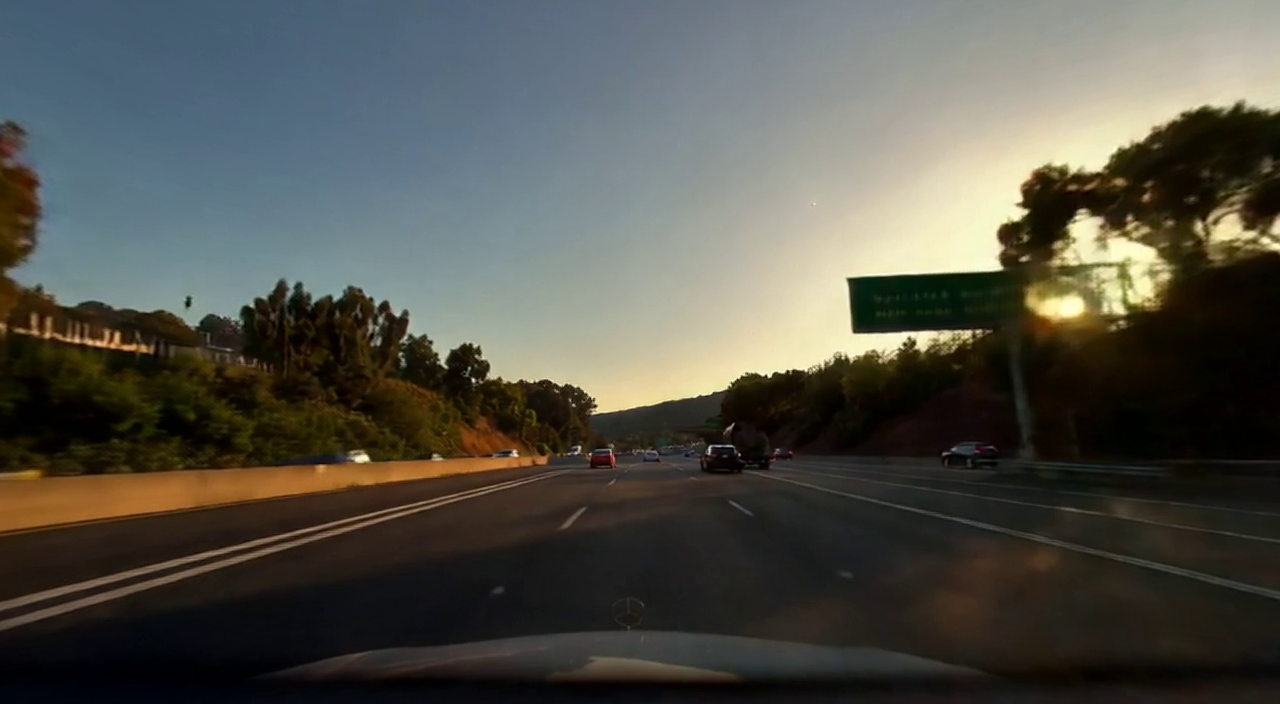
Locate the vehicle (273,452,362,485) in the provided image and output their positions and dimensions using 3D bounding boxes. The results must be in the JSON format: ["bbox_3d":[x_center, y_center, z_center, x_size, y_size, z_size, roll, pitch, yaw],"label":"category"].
[{"bbox_3d":[-15.842,5.732,31.256,1.985,1.470,4.400,0,-9,1],"label":"vehicle"}]

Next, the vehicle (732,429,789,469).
[{"bbox_3d":[8.220,6.684,43.556,2.729,2.628,4.875,0,-9,-2],"label":"vehicle"}]

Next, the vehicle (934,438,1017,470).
[{"bbox_3d":[22.663,6.899,42.936,2.221,1.995,5.803,0,-9,-3],"label":"vehicle"}]

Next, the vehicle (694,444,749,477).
[{"bbox_3d":[3.977,5.397,31.636,2.080,1.493,4.674,0,-9,-1],"label":"vehicle"}]

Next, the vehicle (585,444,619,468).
[{"bbox_3d":[-2.648,7.356,44.652,2.060,1.587,4.093,0,-9,1],"label":"vehicle"}]
